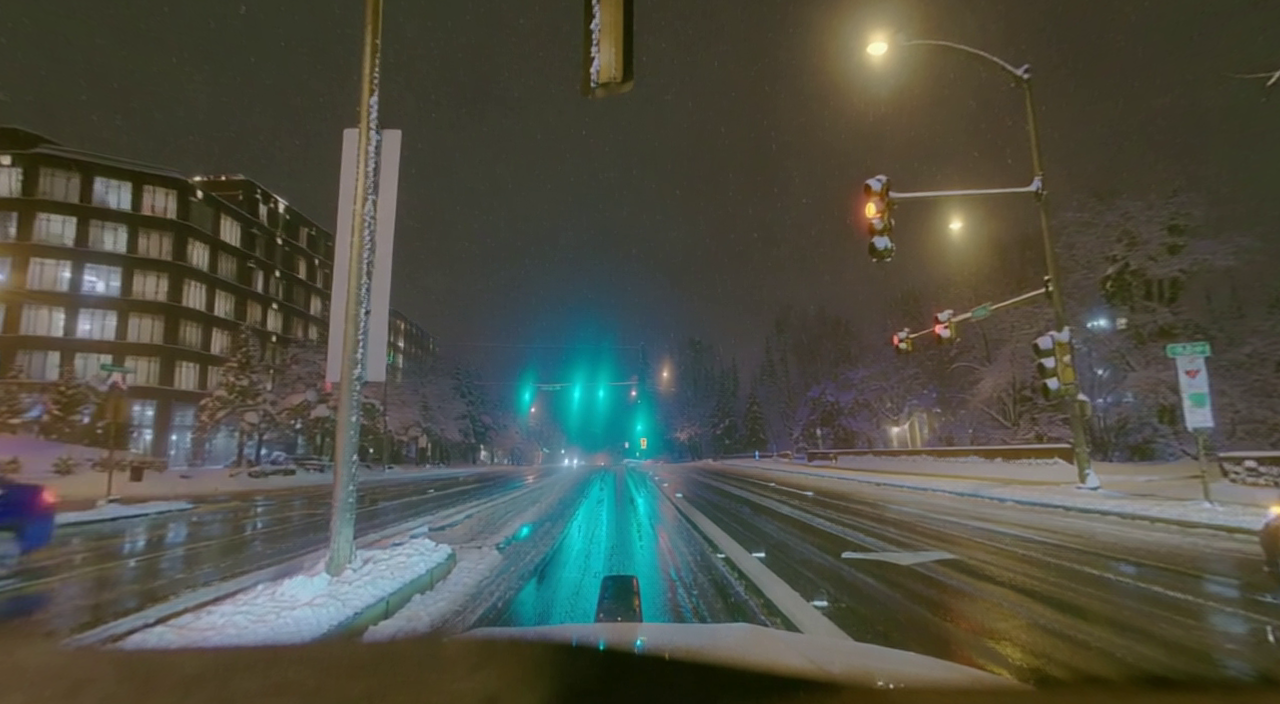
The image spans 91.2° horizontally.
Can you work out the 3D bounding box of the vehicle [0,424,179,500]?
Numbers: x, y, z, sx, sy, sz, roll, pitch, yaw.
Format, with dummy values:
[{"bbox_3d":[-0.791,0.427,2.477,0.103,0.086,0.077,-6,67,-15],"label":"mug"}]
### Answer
[{"bbox_3d":[-25.000,4.815,27.565,7.088,3.096,2.678,0,-9,-2],"label":"vehicle"}]
